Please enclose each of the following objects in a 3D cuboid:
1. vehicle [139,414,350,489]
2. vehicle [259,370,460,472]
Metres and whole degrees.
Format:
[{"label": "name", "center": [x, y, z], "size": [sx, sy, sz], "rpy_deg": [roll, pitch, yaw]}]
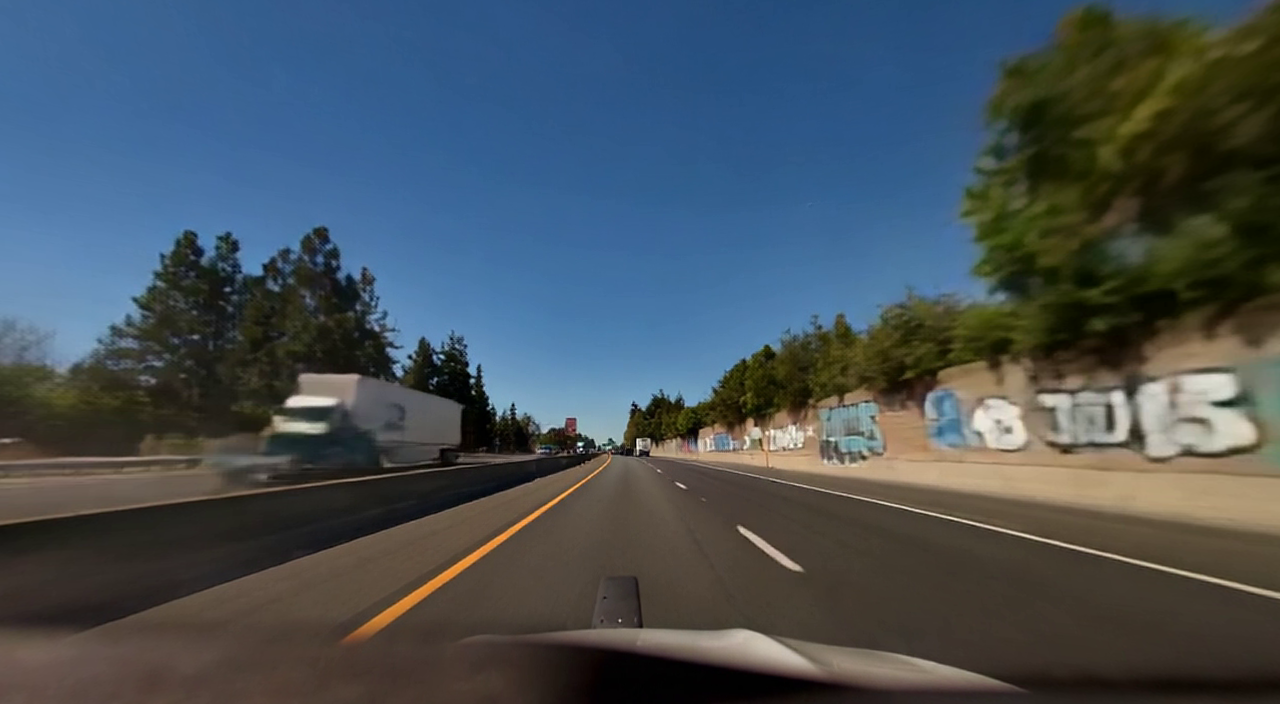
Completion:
[{"label": "vehicle", "center": [-9.301, 2.424, 15.387], "size": [2.121, 1.540, 4.733], "rpy_deg": [0, -9, 0]}, {"label": "vehicle", "center": [-13.424, 4.001, 33.071], "size": [3.086, 3.976, 16.980], "rpy_deg": [0, -9, -1]}]
